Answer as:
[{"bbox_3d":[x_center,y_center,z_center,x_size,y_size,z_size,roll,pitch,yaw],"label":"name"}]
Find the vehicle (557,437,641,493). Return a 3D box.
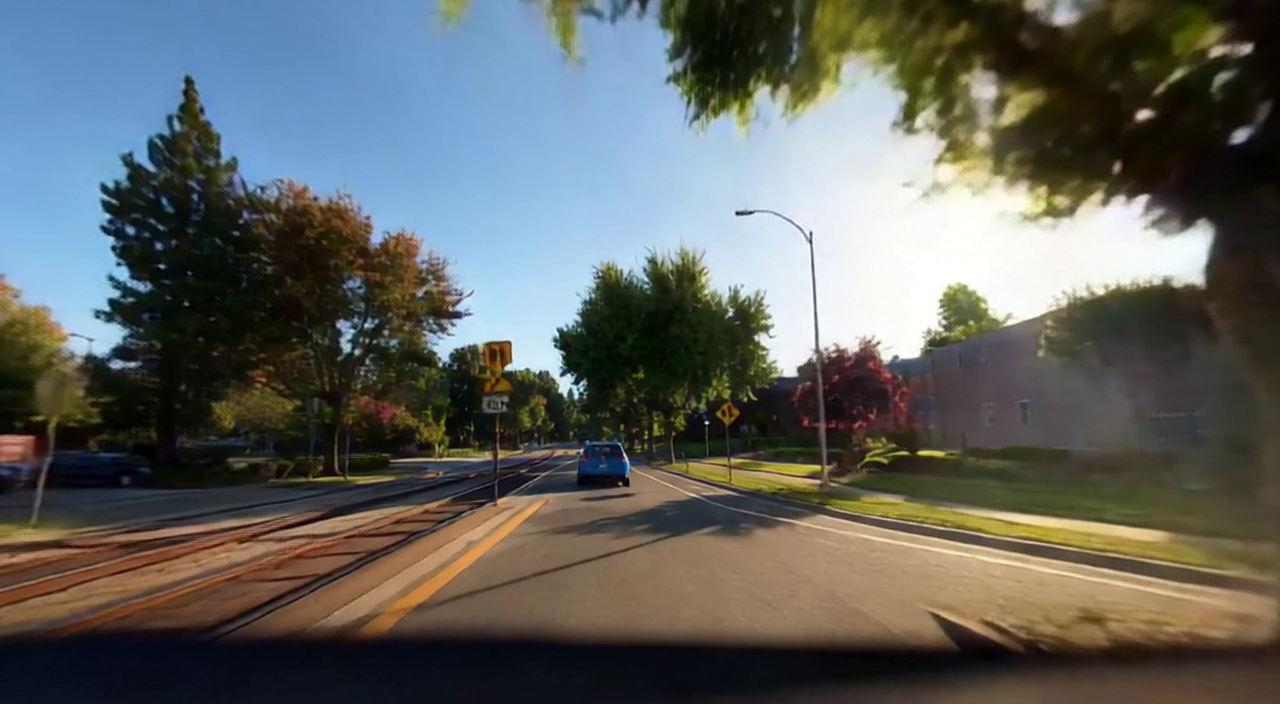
[{"bbox_3d":[-1.284,3.443,19.655,2.295,1.510,4.364,1,-8,-4],"label":"vehicle"}]
